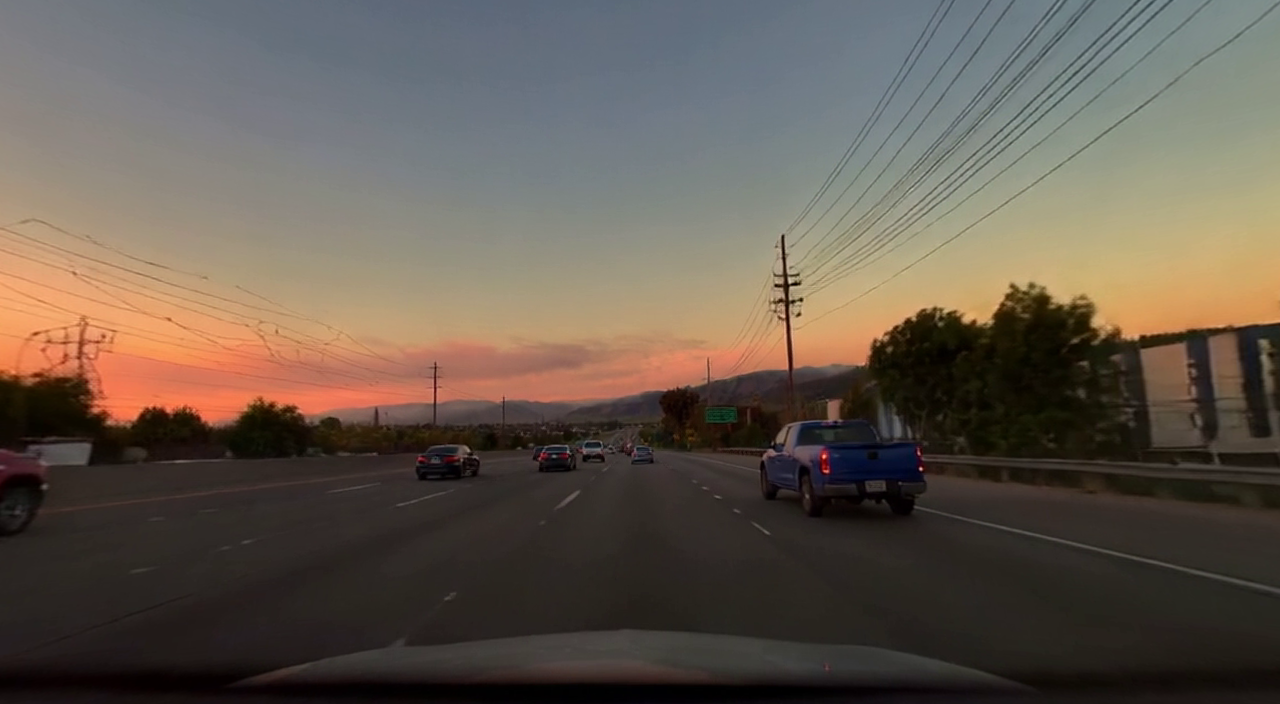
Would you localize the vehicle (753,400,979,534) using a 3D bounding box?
[{"bbox_3d":[3.730,2.032,11.743,2.231,1.919,5.086,0,-8,-1],"label":"vehicle"}]

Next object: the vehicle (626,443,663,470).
[{"bbox_3d":[0.235,6.007,36.462,2.030,1.471,4.115,0,-8,0],"label":"vehicle"}]

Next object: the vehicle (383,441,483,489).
[{"bbox_3d":[-7.167,3.935,22.468,1.959,1.496,4.740,0,-8,0],"label":"vehicle"}]

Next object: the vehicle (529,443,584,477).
[{"bbox_3d":[-3.783,4.951,29.344,1.938,1.444,4.206,0,-8,0],"label":"vehicle"}]

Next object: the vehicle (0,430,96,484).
[{"bbox_3d":[-38.098,6.500,39.139,2.716,3.066,6.526,0,-9,1],"label":"vehicle"}]
